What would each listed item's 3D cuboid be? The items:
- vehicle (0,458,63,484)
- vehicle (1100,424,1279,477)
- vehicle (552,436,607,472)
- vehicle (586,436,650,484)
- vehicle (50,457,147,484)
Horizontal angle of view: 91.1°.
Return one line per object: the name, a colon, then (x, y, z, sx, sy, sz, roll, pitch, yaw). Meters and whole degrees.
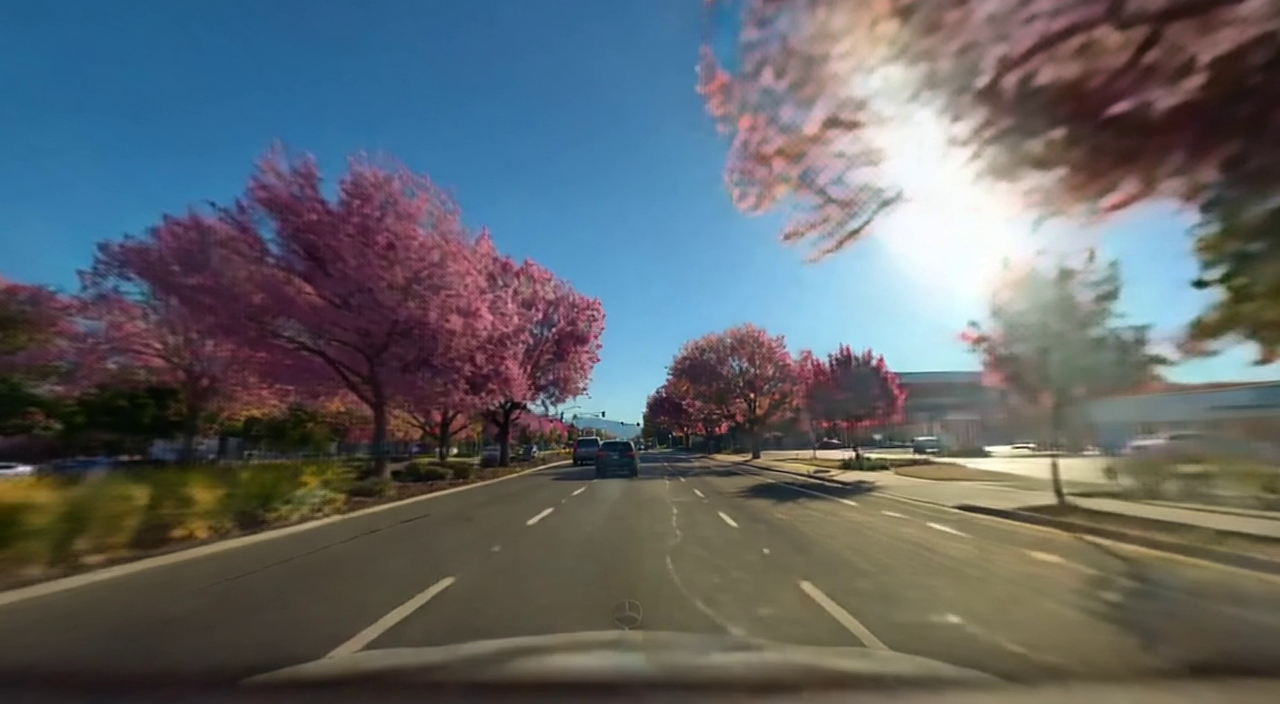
vehicle: (-39.194, 7.608, 40.413, 1.878, 1.477, 3.872, 5, -9, -27)
vehicle: (23.031, 4.176, 26.604, 2.265, 1.904, 6.201, -1, -9, -1)
vehicle: (-3.339, 5.764, 35.731, 2.453, 1.844, 4.751, 0, -8, 2)
vehicle: (-0.776, 4.255, 25.085, 2.149, 1.701, 4.379, 0, -8, 3)
vehicle: (-34.528, 7.540, 40.216, 1.918, 1.457, 4.594, 0, -8, 3)
